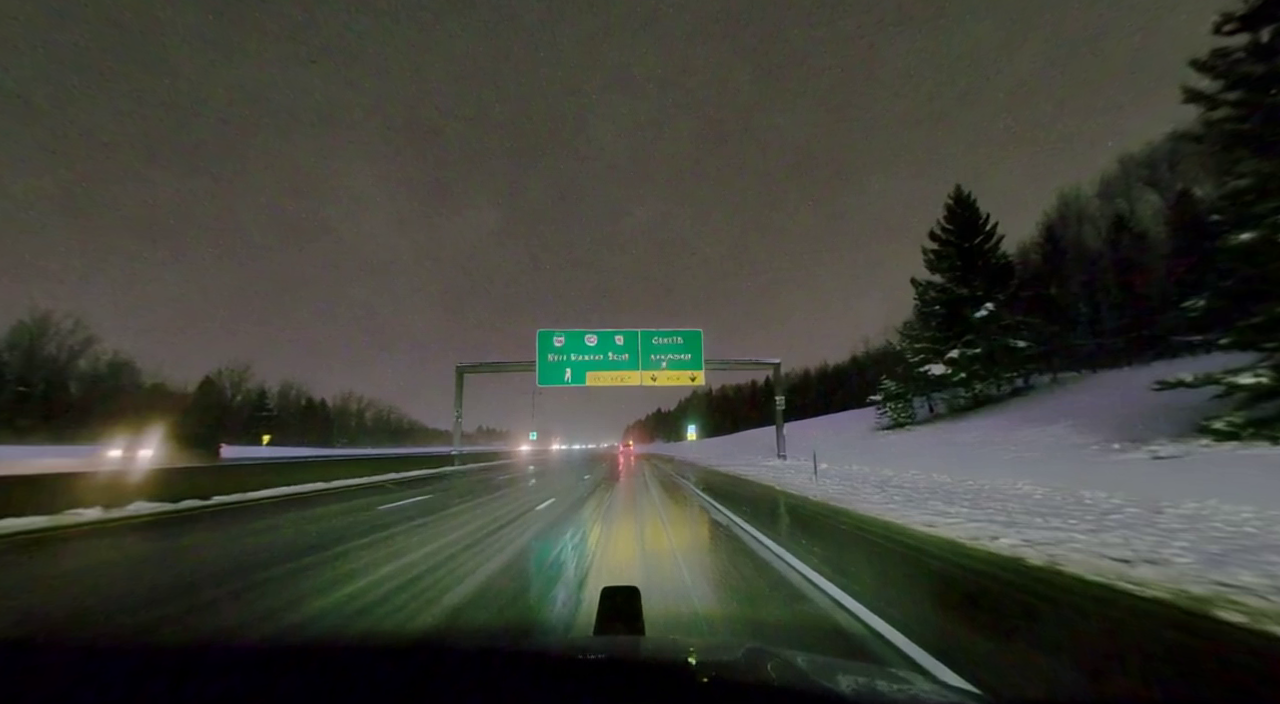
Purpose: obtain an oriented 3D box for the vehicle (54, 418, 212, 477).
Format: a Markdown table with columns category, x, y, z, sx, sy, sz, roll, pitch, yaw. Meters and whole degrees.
| category | x | y | z | sx | sy | sz | roll | pitch | yaw |
| --- | --- | --- | --- | --- | --- | --- | --- | --- | --- |
| vehicle | -25.242 | 4.825 | 31.974 | 2.224 | 2.634 | 6.930 | 0 | -9 | -1 |
